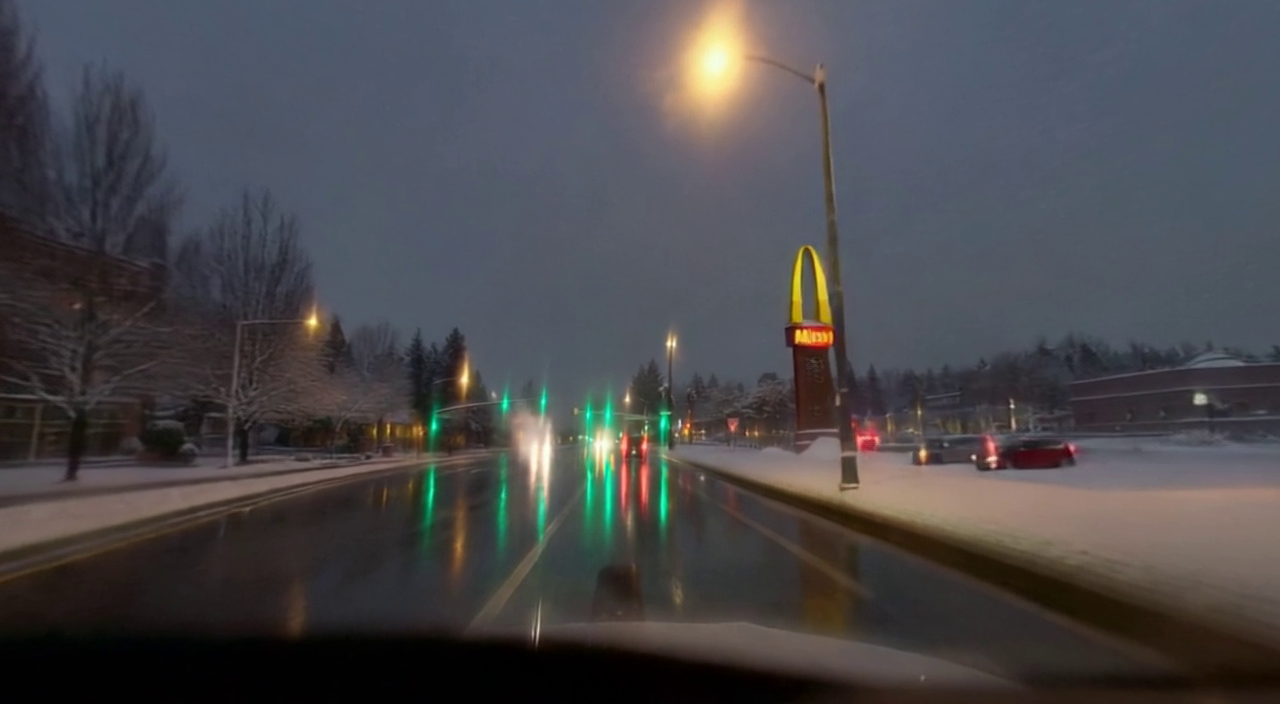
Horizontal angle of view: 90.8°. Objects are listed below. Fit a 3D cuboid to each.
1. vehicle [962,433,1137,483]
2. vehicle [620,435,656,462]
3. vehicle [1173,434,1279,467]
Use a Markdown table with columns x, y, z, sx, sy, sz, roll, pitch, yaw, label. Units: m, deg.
| x | y | z | sx | sy | sz | roll | pitch | yaw | label |
| --- | --- | --- | --- | --- | --- | --- | --- | --- | --- |
| 13.381 | 3.445 | 20.854 | 4.395 | 1.497 | 1.975 | 0 | -7 | 0 | vehicle |
| -0.187 | 6.300 | 41.407 | 2.230 | 1.683 | 4.204 | 0 | -8 | -1 | vehicle |
| 29.777 | 4.927 | 31.838 | 1.842 | 1.495 | 4.515 | 1 | -8 | -1 | vehicle |
